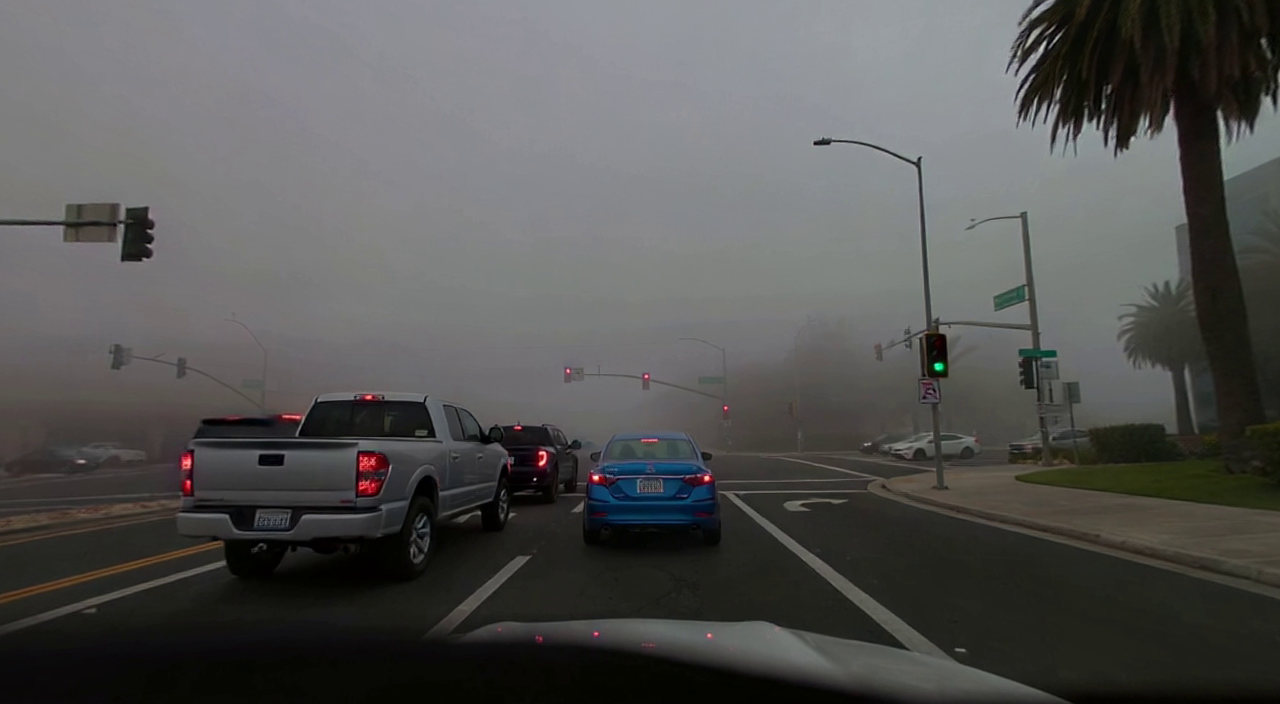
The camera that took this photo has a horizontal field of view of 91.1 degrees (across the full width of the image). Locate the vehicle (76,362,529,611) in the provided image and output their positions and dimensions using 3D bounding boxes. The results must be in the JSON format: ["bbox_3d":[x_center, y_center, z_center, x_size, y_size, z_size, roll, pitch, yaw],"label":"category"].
[{"bbox_3d":[-3.228,1.481,7.914,2.330,1.969,5.626,-1,-8,3],"label":"vehicle"}]

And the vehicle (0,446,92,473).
[{"bbox_3d":[-37.103,6.640,38.863,4.576,1.617,1.937,0,-8,2],"label":"vehicle"}]

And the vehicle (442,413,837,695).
[{"bbox_3d":[0.032,1.397,5.534,2.122,1.501,4.152,0,-8,1],"label":"vehicle"}]

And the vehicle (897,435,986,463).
[{"bbox_3d":[18.808,6.071,39.303,4.466,1.717,1.963,0,-9,2],"label":"vehicle"}]
